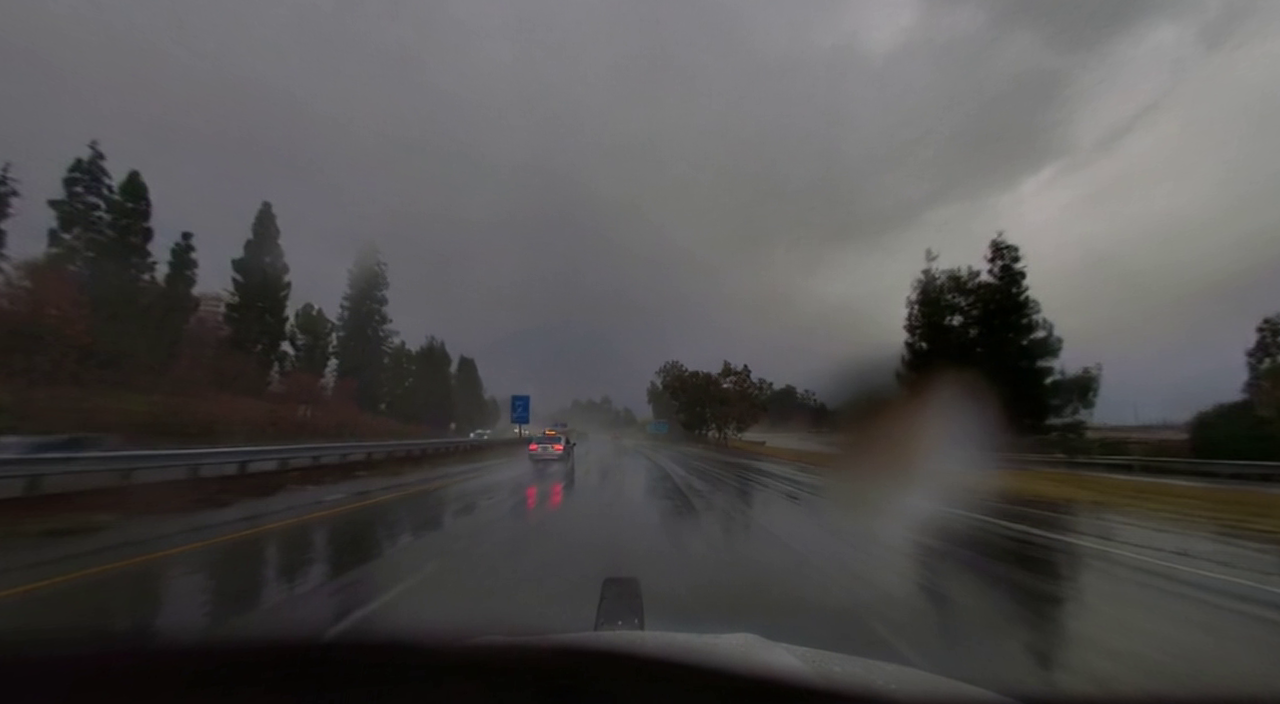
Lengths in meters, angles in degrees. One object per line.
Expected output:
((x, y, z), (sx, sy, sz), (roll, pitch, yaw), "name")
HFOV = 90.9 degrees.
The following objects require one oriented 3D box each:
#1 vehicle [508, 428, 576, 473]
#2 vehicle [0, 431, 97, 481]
((-3.846, 3.914, 25.497), (2.047, 1.612, 4.631), (0, -7, -1), "vehicle")
((-19.259, 3.119, 19.087), (1.892, 1.435, 4.234), (0, -7, -1), "vehicle")
